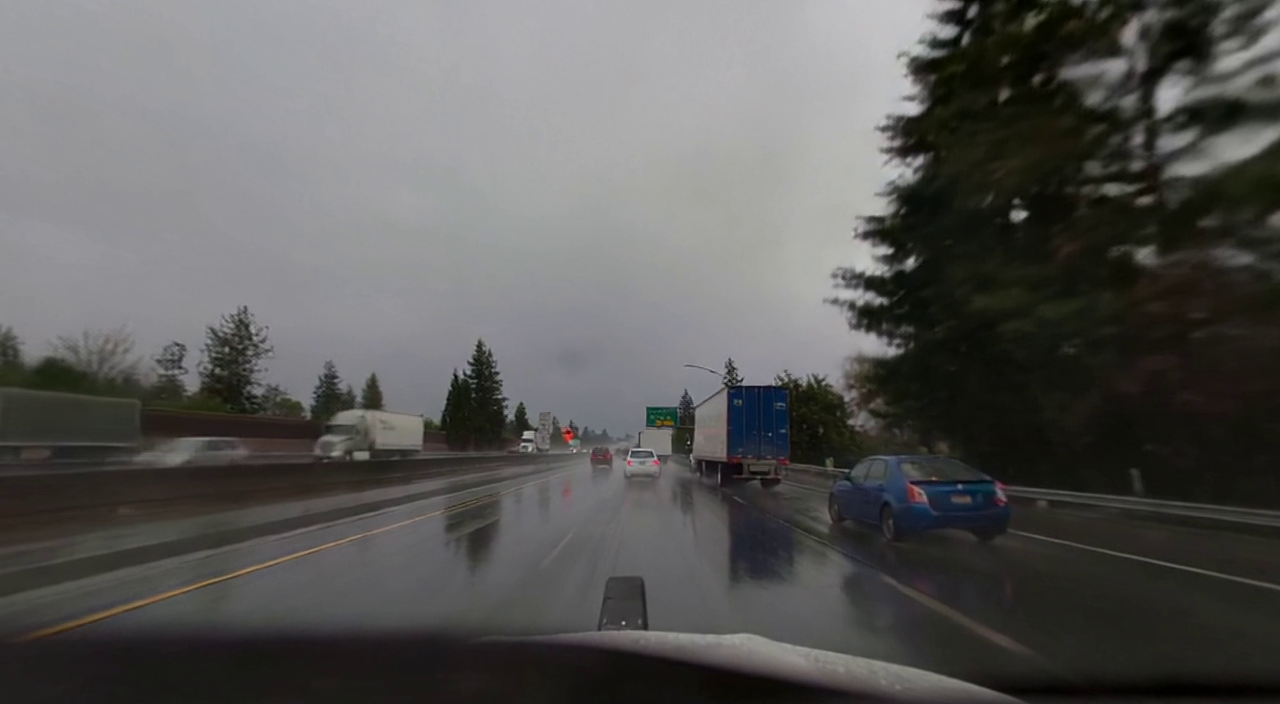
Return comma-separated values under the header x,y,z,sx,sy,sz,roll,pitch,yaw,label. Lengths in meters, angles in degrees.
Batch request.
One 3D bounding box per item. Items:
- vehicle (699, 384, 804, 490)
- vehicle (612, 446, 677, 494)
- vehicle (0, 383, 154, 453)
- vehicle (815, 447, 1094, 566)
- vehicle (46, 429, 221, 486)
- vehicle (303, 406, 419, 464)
x,y,z,sx,sy,sz,roll,pitch,yaw,label
4.876,4.310,30.994,2.877,4.035,13.897,0,-9,1,vehicle
0.149,4.143,22.371,2.089,1.516,4.191,0,-9,0,vehicle
-19.977,2.393,21.572,2.268,2.025,5.234,0,-10,2,vehicle
4.323,2.177,9.673,2.037,1.377,4.407,0,-9,0,vehicle
-15.519,3.279,19.672,1.837,1.566,4.209,0,-9,2,vehicle
-19.408,6.092,45.014,2.806,3.616,11.656,0,-9,1,vehicle
